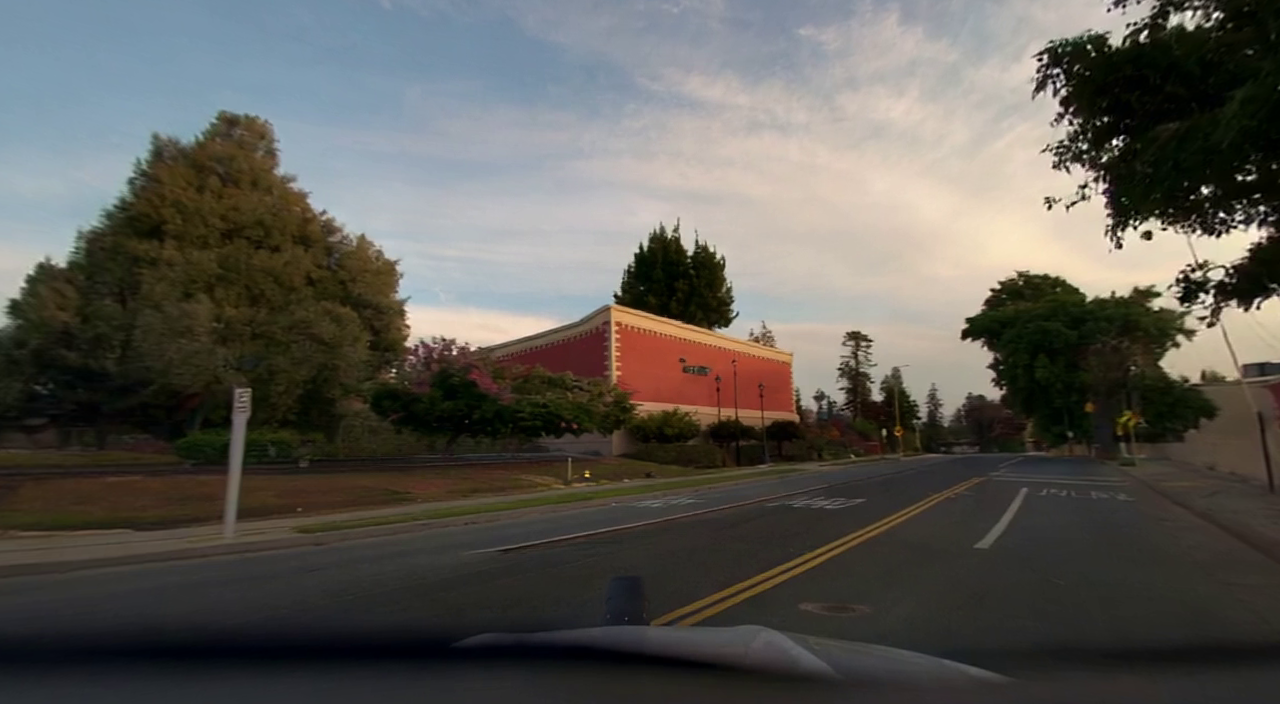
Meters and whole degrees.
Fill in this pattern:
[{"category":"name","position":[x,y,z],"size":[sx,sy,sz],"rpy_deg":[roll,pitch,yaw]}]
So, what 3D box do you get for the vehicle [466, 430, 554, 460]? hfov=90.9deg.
[{"category":"vehicle","position":[-7.939,5.629,38.299],"size":[5.035,1.666,2.449],"rpy_deg":[-6,-9,36]}]
